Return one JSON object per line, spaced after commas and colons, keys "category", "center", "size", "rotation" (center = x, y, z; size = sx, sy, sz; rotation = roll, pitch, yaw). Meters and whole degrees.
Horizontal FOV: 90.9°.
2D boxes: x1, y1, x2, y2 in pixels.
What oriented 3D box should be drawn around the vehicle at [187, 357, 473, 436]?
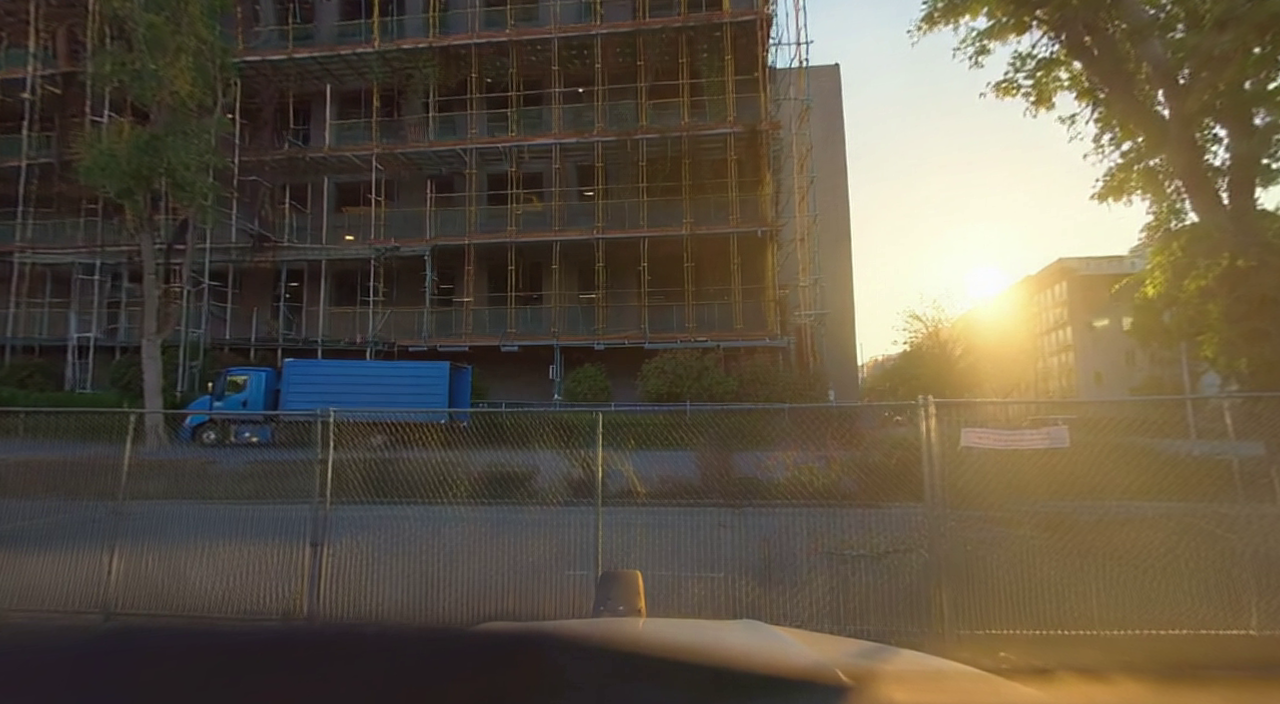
{"category": "vehicle", "center": [-16.953, 2.637, 35.584], "size": [14.067, 4.099, 2.832], "rotation": [1, -9, -7]}
